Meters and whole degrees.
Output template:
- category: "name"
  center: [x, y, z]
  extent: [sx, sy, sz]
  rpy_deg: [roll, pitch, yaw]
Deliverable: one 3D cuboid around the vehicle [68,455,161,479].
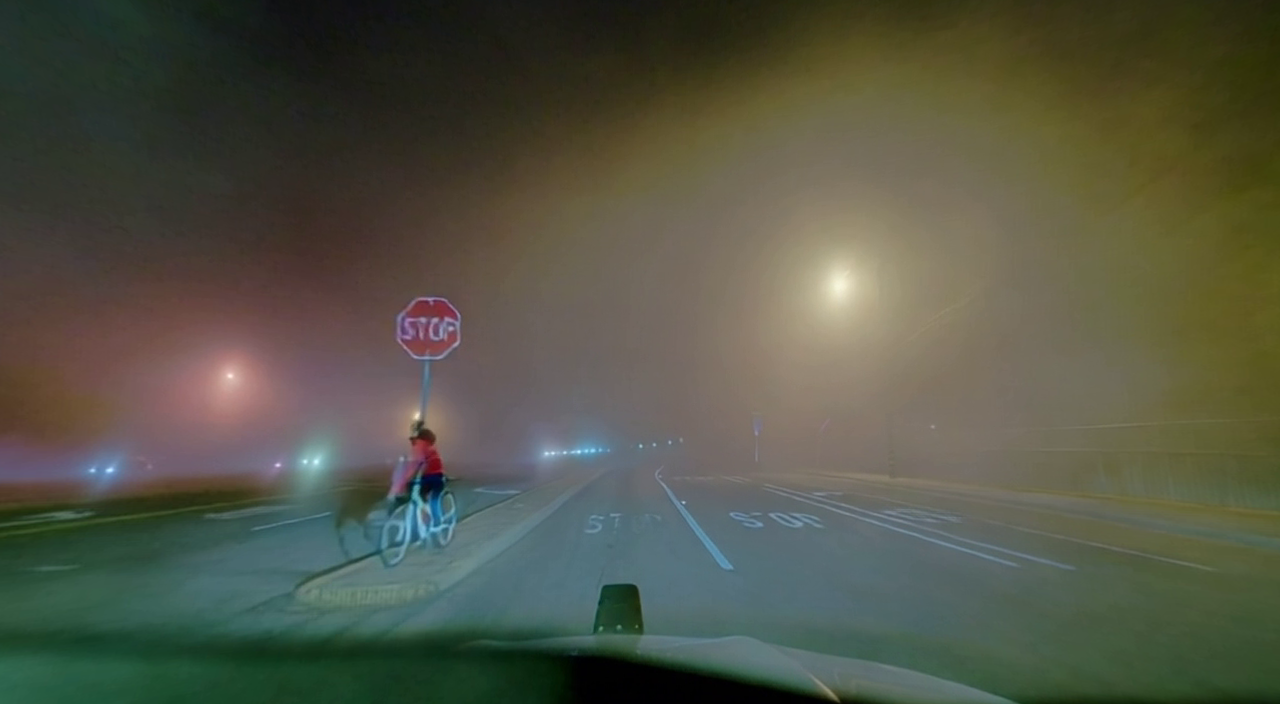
- category: "vehicle"
  center: [-33.868, 7.406, 40.800]
  extent: [4.327, 1.402, 1.757]
  rpy_deg: [0, -9, -4]
